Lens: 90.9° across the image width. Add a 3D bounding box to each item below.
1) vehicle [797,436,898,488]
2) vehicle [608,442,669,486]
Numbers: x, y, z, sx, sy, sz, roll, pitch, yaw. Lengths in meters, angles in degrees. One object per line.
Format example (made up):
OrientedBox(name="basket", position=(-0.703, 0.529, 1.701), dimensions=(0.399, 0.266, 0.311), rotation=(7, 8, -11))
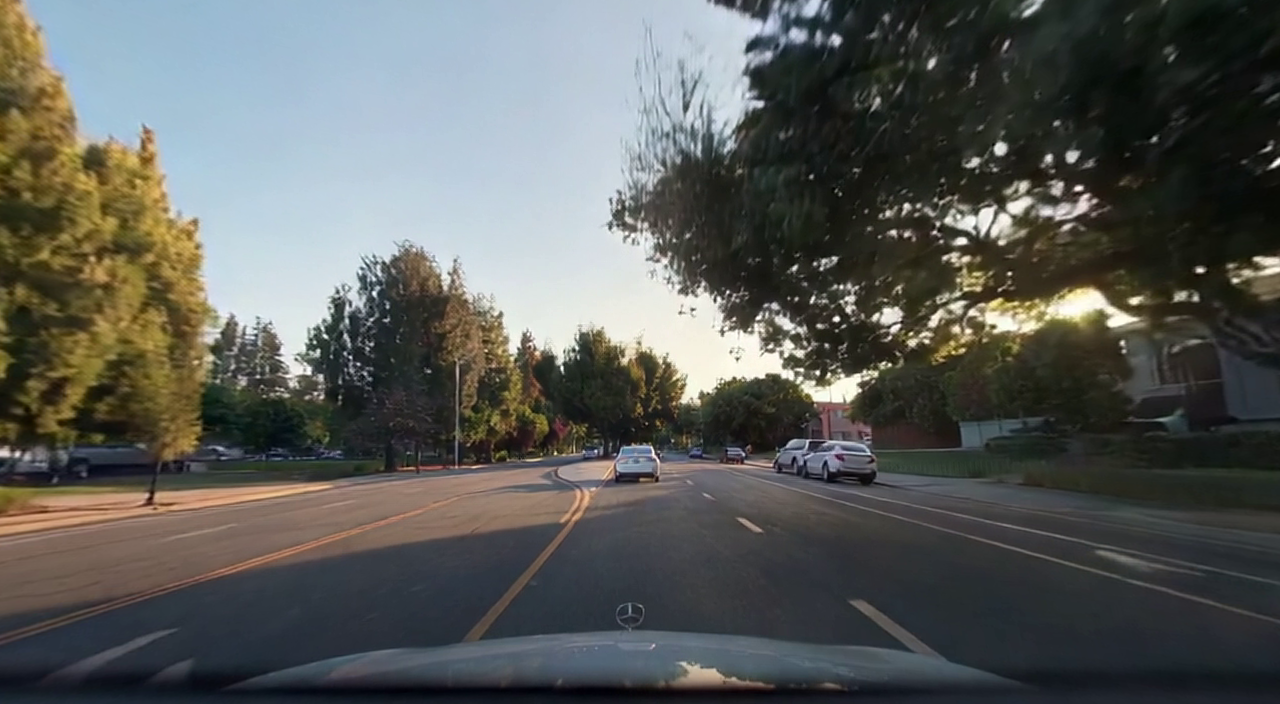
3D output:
OrientedBox(name="vehicle", position=(8.090, 4.326, 25.167), dimensions=(2.185, 1.818, 5.038), rotation=(0, -9, -2))
OrientedBox(name="vehicle", position=(-0.064, 4.140, 23.679), dimensions=(2.099, 1.470, 4.302), rotation=(0, -9, 0))
